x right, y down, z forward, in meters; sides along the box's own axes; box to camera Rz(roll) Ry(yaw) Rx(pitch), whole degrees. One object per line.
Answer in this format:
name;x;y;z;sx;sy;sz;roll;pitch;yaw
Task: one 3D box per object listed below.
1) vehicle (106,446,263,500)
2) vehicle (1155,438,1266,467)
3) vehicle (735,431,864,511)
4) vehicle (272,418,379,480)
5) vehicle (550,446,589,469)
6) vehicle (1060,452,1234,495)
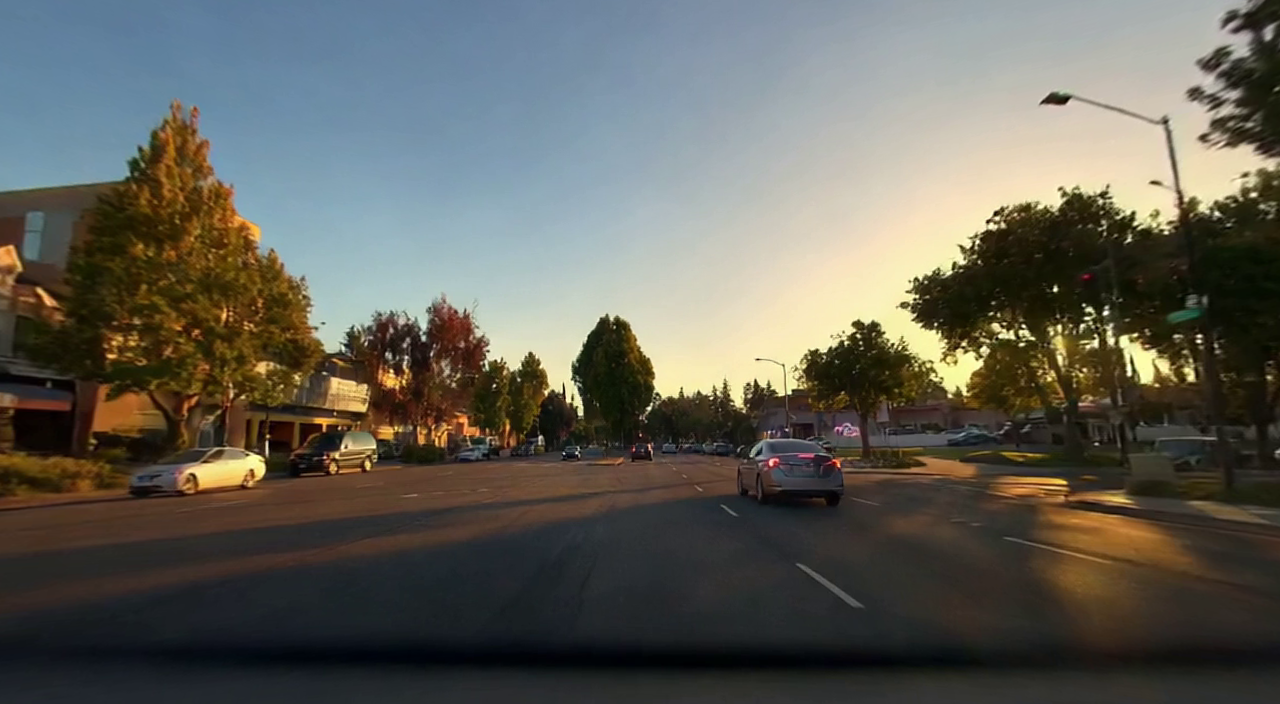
vehicle;-15.305;4.047;21.557;1.964;1.639;4.428;0;-8;1
vehicle;34.736;6.133;38.505;4.618;1.667;1.955;-1;-8;5
vehicle;3.652;2.799;15.253;2.072;1.669;3.836;0;-8;-1
vehicle;-18.753;5.827;38.142;2.783;3.367;6.723;0;-8;1
vehicle;-4.527;6.878;41.356;2.084;1.415;4.580;0;-8;-1
vehicle;18.686;4.478;23.429;4.667;1.452;2.017;0;-8;1
